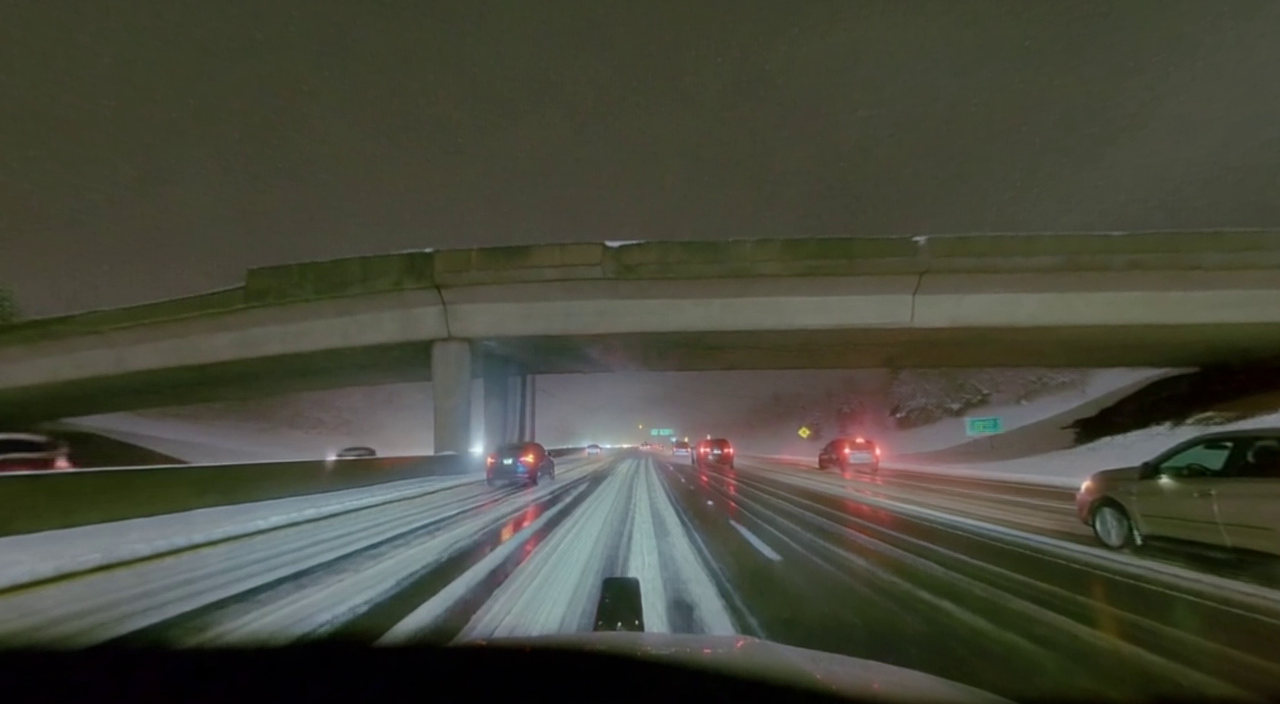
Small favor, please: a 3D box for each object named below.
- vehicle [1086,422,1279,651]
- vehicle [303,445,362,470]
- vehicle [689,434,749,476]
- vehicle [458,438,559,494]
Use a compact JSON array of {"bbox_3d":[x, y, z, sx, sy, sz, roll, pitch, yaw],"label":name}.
[{"bbox_3d":[5.149,1.143,3.720,1.989,1.472,4.322,0,-8,2],"label":"vehicle"},{"bbox_3d":[-18.995,6.504,39.179,1.827,1.458,4.088,0,-8,-3],"label":"vehicle"},{"bbox_3d":[3.468,4.628,28.551,2.072,1.761,4.242,0,-8,-2],"label":"vehicle"},{"bbox_3d":[-3.868,3.442,19.462,1.997,1.476,4.703,0,-8,1],"label":"vehicle"}]
